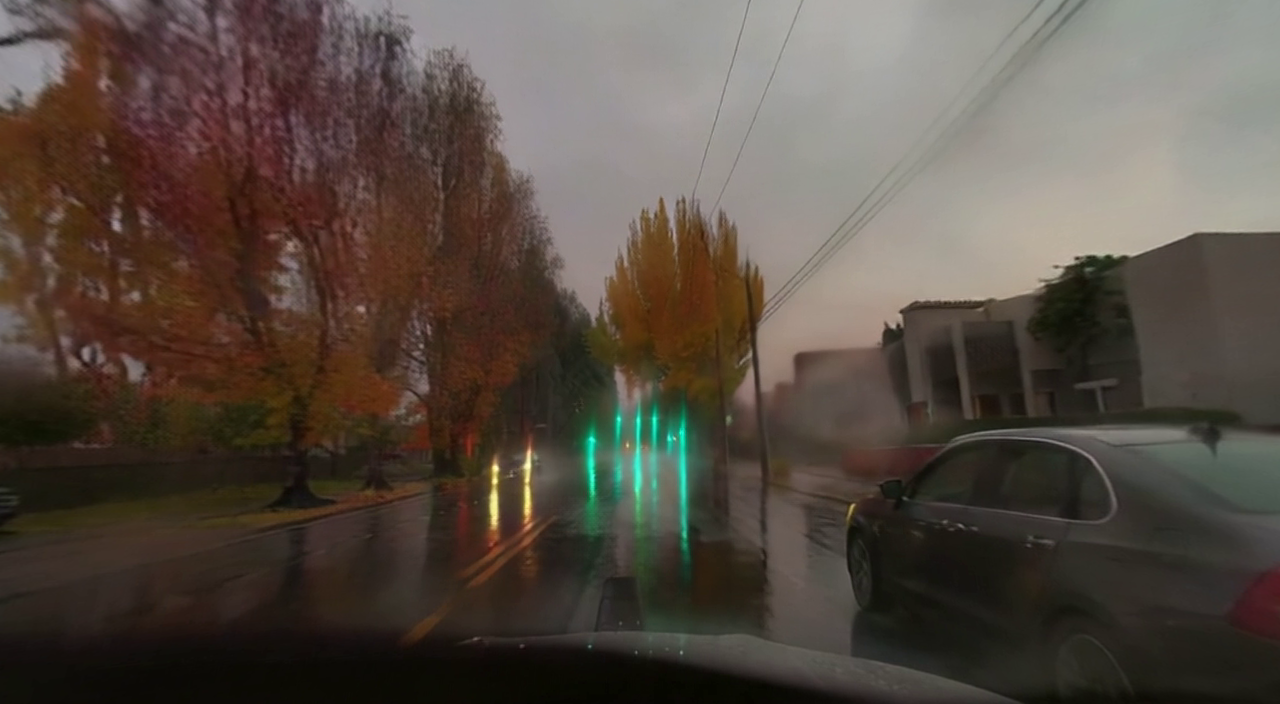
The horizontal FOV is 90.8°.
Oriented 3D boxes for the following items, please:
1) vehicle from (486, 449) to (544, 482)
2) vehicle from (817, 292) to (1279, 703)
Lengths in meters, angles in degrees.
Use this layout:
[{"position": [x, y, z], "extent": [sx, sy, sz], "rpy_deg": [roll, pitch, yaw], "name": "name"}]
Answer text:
[{"position": [-6.305, 5.756, 32.374], "extent": [2.031, 1.521, 4.538], "rpy_deg": [-1, -9, 1], "name": "vehicle"}, {"position": [2.980, 1.046, 4.024], "extent": [2.224, 1.791, 4.834], "rpy_deg": [0, -9, -1], "name": "vehicle"}]
